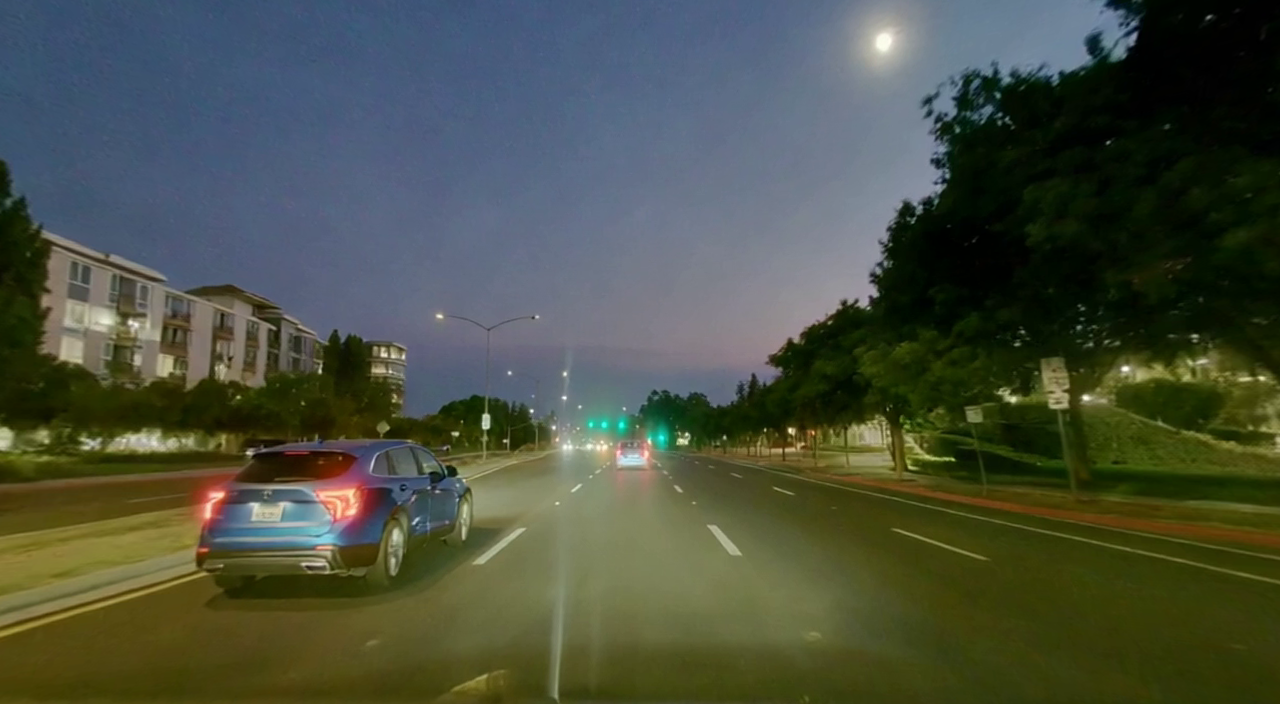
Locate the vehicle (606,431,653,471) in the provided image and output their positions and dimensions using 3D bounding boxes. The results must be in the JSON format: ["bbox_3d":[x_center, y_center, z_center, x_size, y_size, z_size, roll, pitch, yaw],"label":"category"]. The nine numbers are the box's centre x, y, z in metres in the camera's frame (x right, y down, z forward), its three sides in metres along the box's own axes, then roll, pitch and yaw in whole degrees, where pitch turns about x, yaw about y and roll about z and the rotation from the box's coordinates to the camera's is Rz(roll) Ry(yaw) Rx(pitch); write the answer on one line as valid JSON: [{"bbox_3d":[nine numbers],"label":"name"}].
[{"bbox_3d":[-0.512,5.079,32.504,2.260,1.872,4.578,0,-8,0],"label":"vehicle"}]
